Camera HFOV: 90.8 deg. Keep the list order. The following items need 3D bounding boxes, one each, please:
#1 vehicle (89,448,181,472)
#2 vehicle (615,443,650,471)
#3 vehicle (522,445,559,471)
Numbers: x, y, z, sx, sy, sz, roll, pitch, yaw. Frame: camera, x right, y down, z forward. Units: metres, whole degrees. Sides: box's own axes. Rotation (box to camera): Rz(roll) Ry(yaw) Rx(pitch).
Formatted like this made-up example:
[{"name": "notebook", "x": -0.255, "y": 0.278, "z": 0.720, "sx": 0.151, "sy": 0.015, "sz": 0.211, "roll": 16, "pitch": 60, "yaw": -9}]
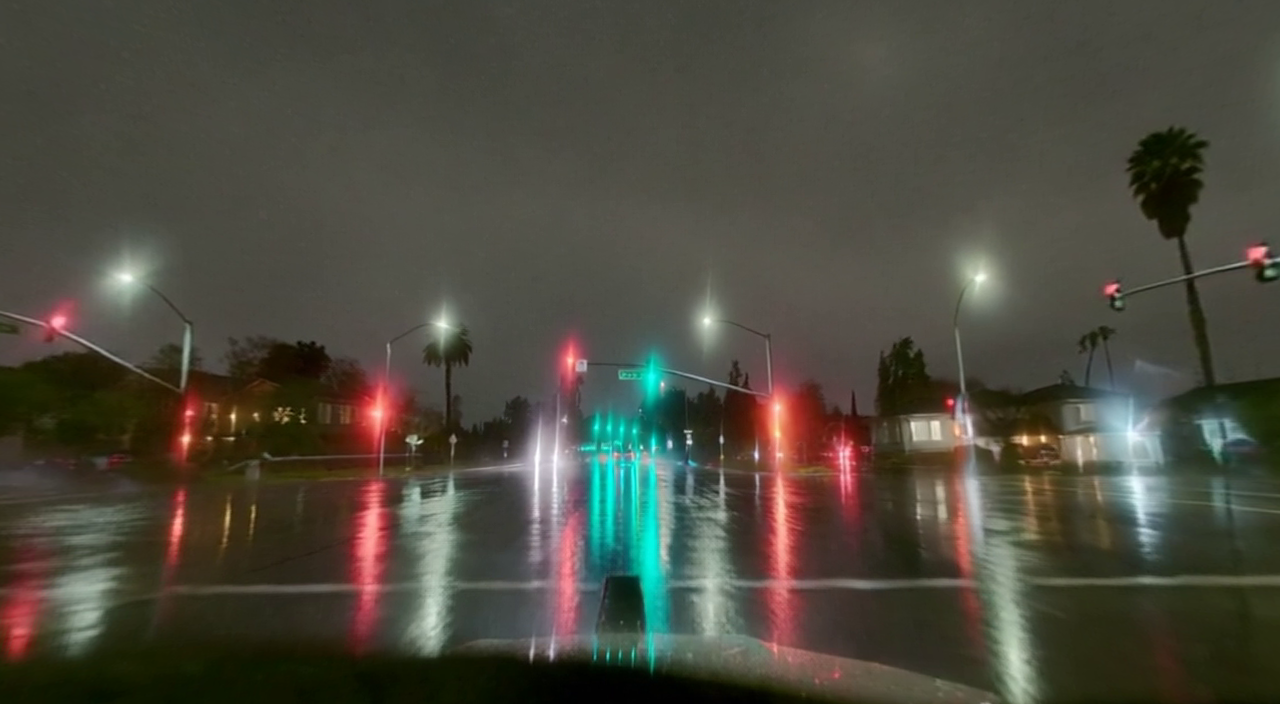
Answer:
[{"name": "vehicle", "x": -35.535, "y": 7.575, "z": 44.551, "sx": 4.887, "sy": 1.546, "sz": 1.807, "roll": 7, "pitch": -11, "yaw": -40}, {"name": "vehicle", "x": -0.580, "y": 7.376, "z": 44.652, "sx": 2.248, "sy": 1.833, "sz": 4.798, "roll": 0, "pitch": -8, "yaw": -3}, {"name": "vehicle", "x": -6.832, "y": 7.298, "z": 43.599, "sx": 1.983, "sy": 1.684, "sz": 3.938, "roll": 0, "pitch": -8, "yaw": -1}]
